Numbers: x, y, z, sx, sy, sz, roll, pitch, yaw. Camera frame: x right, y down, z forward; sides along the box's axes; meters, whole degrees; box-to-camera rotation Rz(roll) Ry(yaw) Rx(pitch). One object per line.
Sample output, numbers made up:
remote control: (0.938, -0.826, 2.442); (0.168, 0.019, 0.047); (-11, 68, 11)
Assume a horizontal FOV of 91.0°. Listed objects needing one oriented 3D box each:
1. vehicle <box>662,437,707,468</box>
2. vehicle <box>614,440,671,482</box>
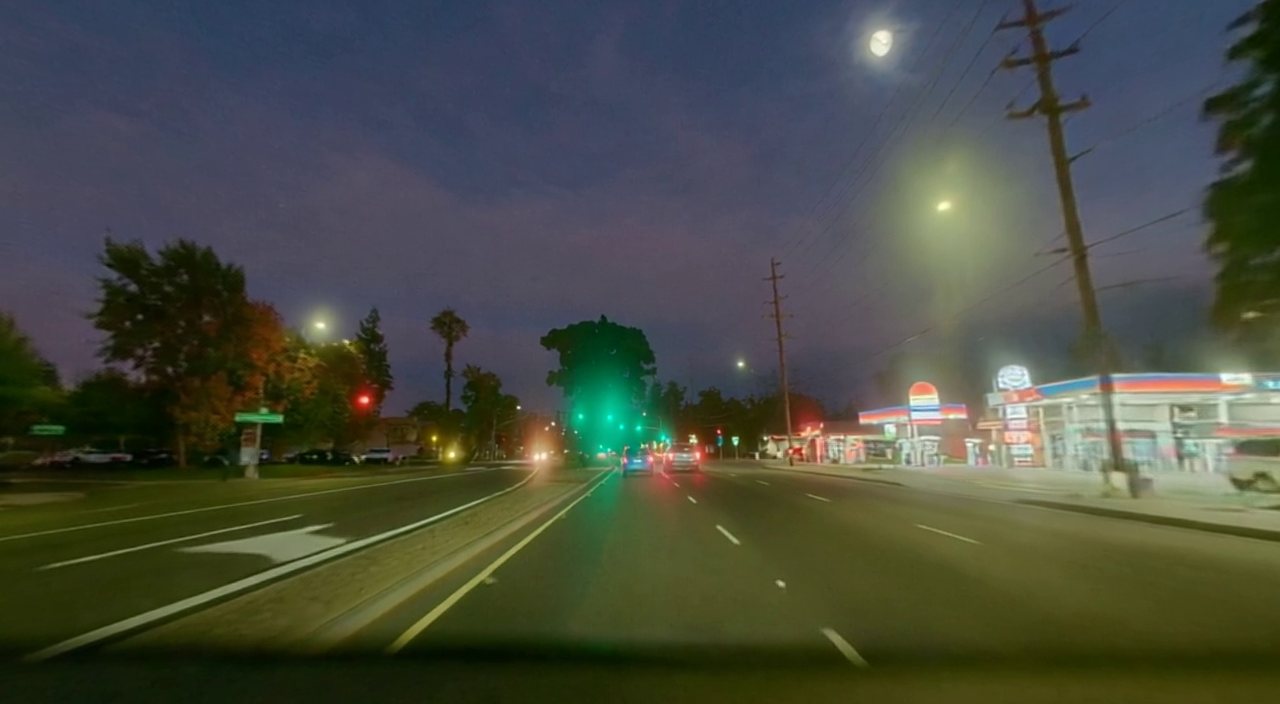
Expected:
vehicle: (3.122, 7.291, 45.784); (2.731, 2.101, 6.047); (0, -9, -1)
vehicle: (0.072, 4.413, 25.734); (2.145, 1.572, 4.021); (0, -9, -1)
